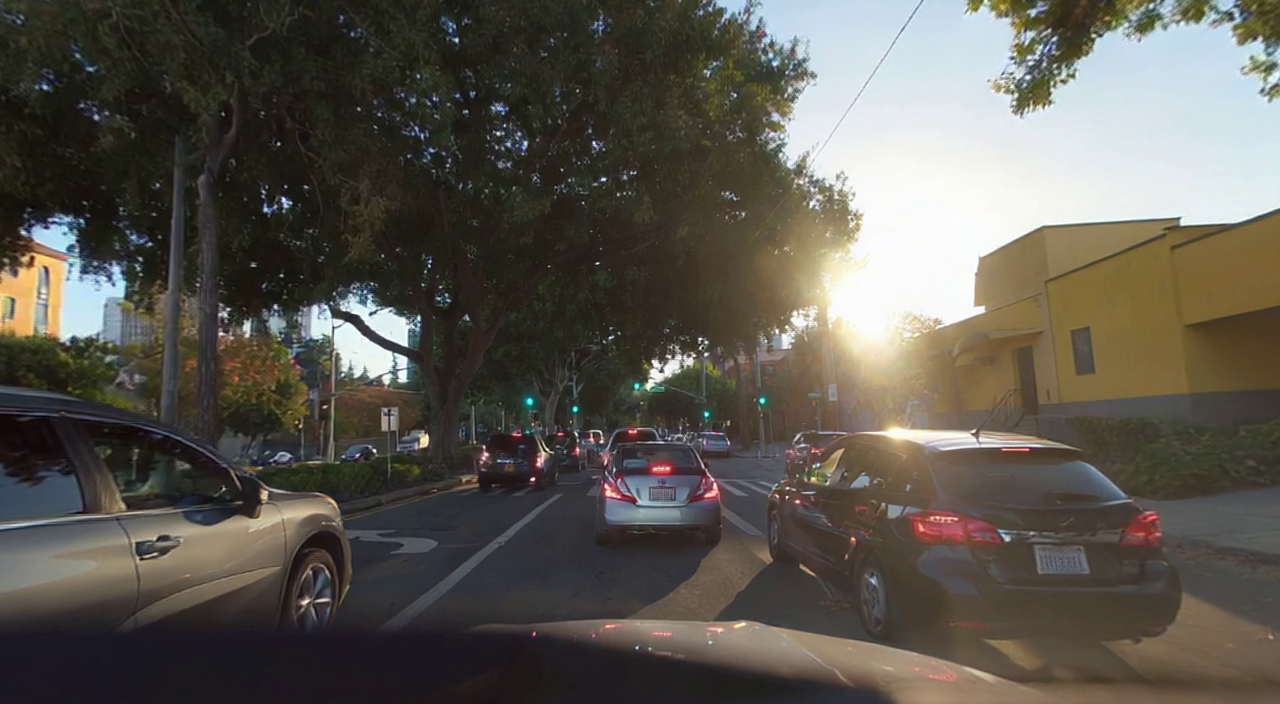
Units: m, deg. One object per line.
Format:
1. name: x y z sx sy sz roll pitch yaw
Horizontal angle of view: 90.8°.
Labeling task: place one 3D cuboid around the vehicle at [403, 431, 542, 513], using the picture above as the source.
1. vehicle: -3.509 2.613 14.245 1.901 1.522 4.556 0 -9 0

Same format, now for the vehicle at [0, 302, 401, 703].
1. vehicle: -3.270 0.932 3.398 2.152 1.802 4.628 0 -9 0

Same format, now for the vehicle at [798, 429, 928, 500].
1. vehicle: 6.340 3.253 18.676 2.025 1.808 4.579 0 -9 -2

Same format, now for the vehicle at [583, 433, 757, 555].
1. vehicle: 0.268 1.993 9.578 2.095 1.438 3.843 0 -9 -3
